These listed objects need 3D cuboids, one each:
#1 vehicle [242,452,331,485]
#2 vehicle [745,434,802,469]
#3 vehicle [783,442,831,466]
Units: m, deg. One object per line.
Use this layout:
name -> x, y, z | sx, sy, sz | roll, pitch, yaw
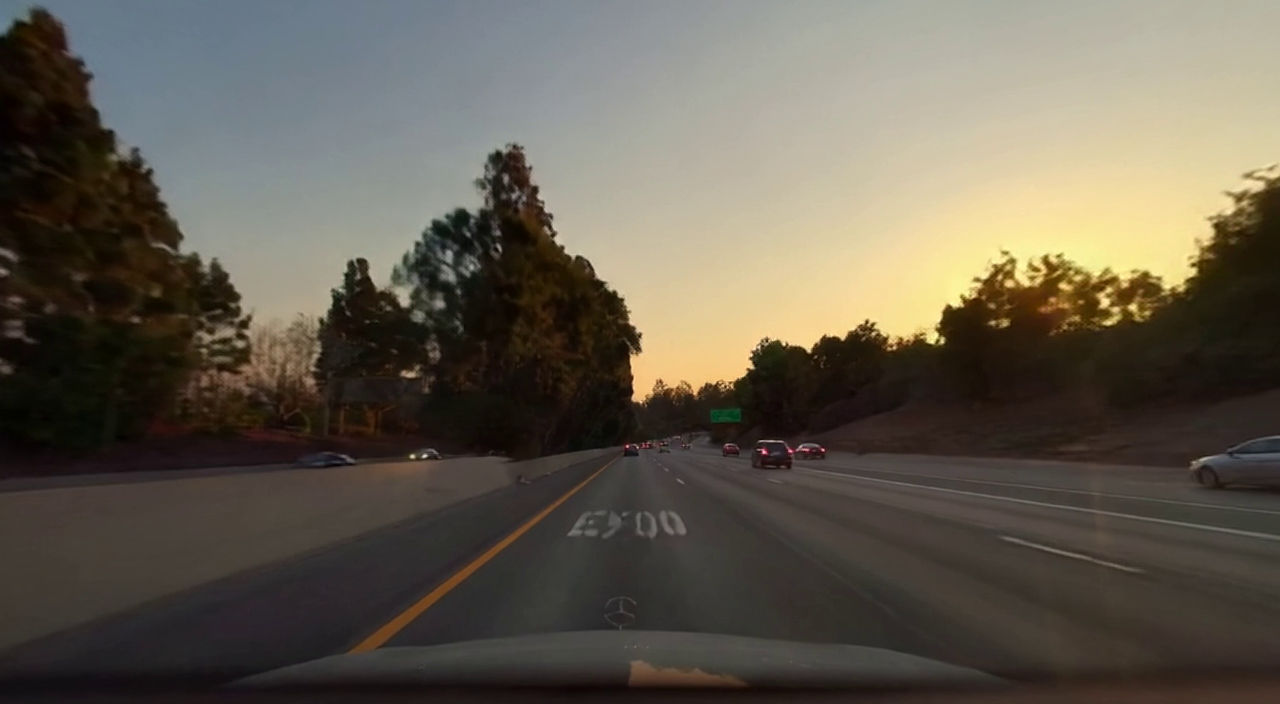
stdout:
vehicle -> -17.540, 5.775, 31.655 | 1.851, 1.492, 4.531 | 0, -9, 0
vehicle -> 7.370, 5.551, 35.335 | 2.098, 1.820, 4.505 | 0, -9, -2
vehicle -> 10.859, 6.684, 41.447 | 1.931, 1.479, 4.183 | 0, -9, -1
